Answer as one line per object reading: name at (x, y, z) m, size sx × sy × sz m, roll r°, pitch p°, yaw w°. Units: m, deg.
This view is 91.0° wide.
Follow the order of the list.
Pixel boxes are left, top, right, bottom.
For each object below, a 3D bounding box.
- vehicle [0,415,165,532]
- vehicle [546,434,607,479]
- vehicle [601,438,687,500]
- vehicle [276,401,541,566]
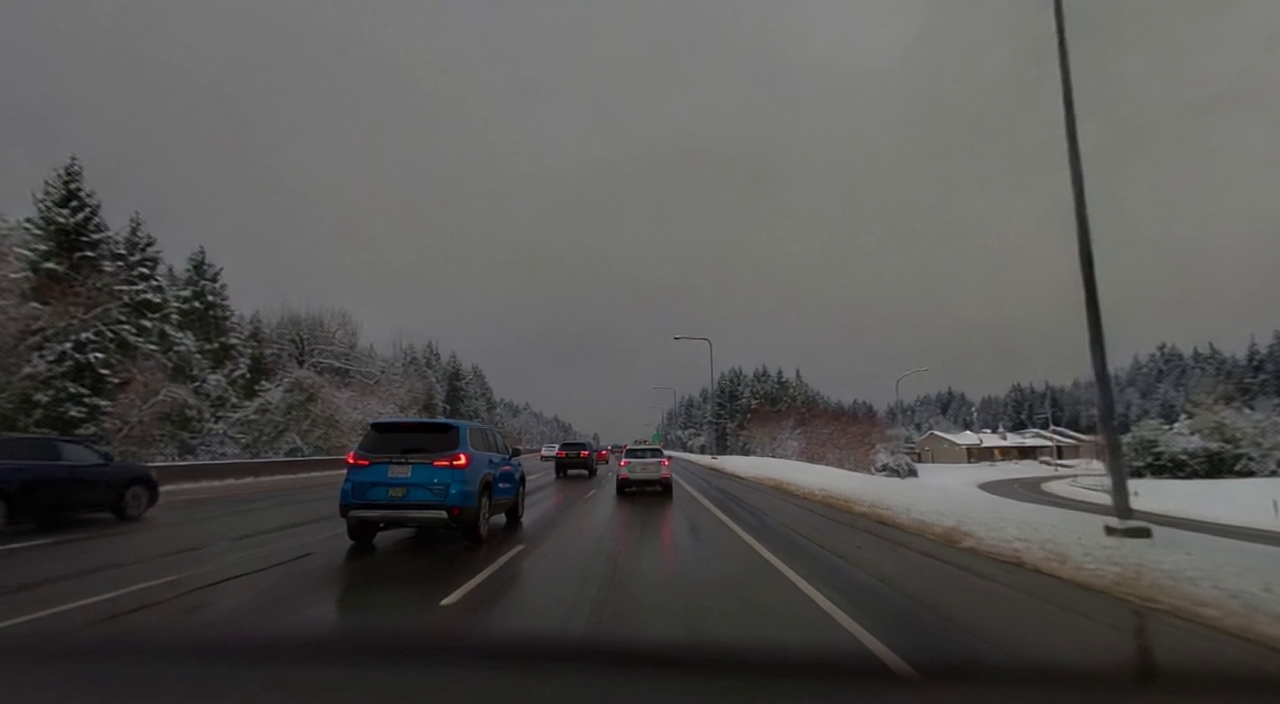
vehicle at (-10.699, 1.966, 10.338) m, size 2.011 × 1.751 × 4.712 m, roll 0°, pitch -9°, yaw 1°
vehicle at (-2.653, 4.528, 27.466) m, size 2.125 × 1.771 × 4.721 m, roll 0°, pitch -9°, yaw 1°
vehicle at (0.069, 3.154, 17.303) m, size 2.068 × 1.488 × 4.045 m, roll 0°, pitch -9°, yaw -1°
vehicle at (-2.883, 1.754, 9.053) m, size 2.123 × 1.798 × 4.108 m, roll 0°, pitch -9°, yaw 2°
